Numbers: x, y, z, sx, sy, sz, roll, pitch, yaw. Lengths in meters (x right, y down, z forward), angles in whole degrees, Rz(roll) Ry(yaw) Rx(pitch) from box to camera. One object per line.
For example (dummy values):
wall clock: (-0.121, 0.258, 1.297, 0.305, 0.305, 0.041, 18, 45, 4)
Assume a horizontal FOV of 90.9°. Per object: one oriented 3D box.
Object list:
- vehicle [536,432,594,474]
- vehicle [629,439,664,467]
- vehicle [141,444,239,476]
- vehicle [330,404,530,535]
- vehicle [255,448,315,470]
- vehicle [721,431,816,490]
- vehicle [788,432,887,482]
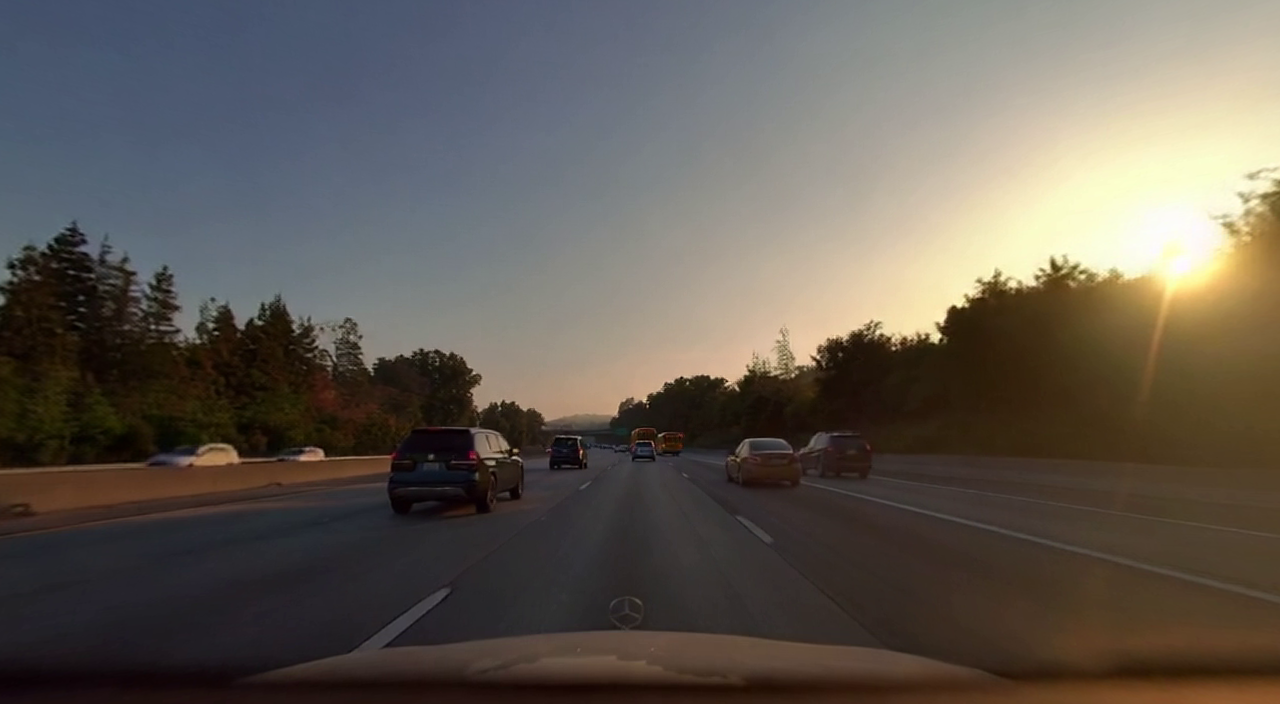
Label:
vehicle: (-3.502, 4.827, 30.389, 2.155, 1.843, 4.567, 0, -8, 1)
vehicle: (0.370, 6.230, 38.915, 2.042, 1.632, 3.654, 0, -9, 0)
vehicle: (-23.723, 5.696, 33.493, 1.855, 1.571, 4.450, 0, -9, 0)
vehicle: (-3.462, 2.049, 11.511, 2.016, 1.898, 4.458, 0, -9, 1)
vehicle: (-26.710, 8.024, 47.611, 1.860, 1.513, 4.489, 0, -9, 1)
vehicle: (3.982, 3.467, 20.429, 2.050, 1.661, 4.636, 0, -9, -1)
vehicle: (7.855, 4.246, 25.783, 2.191, 1.807, 5.692, 0, -9, 0)
